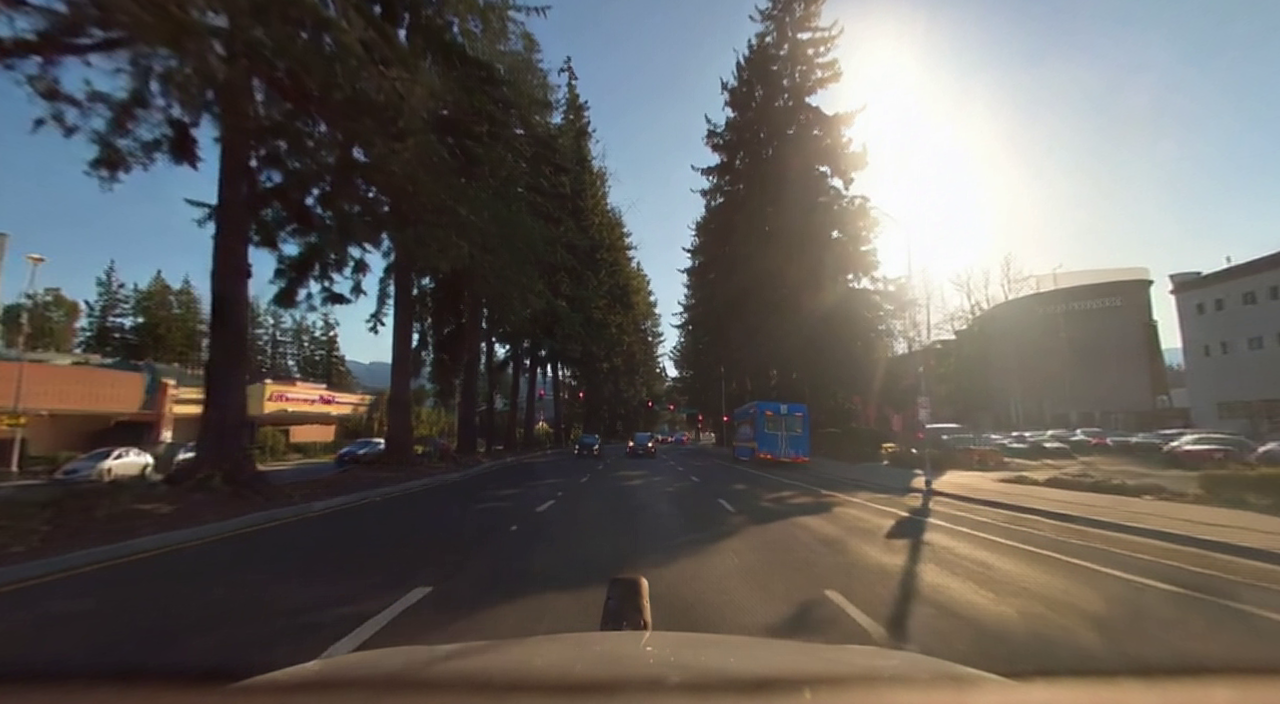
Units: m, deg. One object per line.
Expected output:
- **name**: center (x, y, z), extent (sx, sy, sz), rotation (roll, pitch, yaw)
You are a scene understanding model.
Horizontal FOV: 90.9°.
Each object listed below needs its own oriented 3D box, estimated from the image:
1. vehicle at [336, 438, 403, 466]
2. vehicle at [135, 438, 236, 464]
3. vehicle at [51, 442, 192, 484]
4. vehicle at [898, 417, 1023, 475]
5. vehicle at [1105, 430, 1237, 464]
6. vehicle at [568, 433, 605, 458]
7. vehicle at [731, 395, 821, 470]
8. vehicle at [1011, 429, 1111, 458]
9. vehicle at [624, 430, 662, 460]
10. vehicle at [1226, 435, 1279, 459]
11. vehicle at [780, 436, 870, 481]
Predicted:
- **vehicle**: center (-15.673, 5.800, 36.751), extent (1.836, 1.464, 4.440), rotation (-1, -9, 1)
- **vehicle**: center (-29.419, 6.431, 41.065), extent (1.971, 1.578, 5.304), rotation (-2, -9, 11)
- **vehicle**: center (-22.756, 4.868, 27.994), extent (1.936, 1.654, 4.857), rotation (-1, -9, 3)
- **vehicle**: center (13.722, 4.004, 26.886), extent (5.354, 2.214, 2.504), rotation (6, -11, -37)
- **vehicle**: center (26.060, 4.718, 31.162), extent (4.545, 1.571, 1.769), rotation (-5, -9, 26)
- **vehicle**: center (-3.481, 6.204, 41.811), extent (2.008, 1.500, 4.369), rotation (-1, -8, 1)
- **vehicle**: center (6.767, 4.238, 32.721), extent (2.891, 3.361, 7.843), rotation (0, -8, 0)
- **vehicle**: center (29.457, 6.464, 44.425), extent (5.568, 1.930, 2.081), rotation (-5, -10, 29)
- **vehicle**: center (0.211, 5.798, 39.374), extent (2.209, 1.718, 4.008), rotation (-1, -8, 1)
- **vehicle**: center (43.332, 6.632, 44.061), extent (3.960, 1.458, 1.980), rotation (2, -8, -25)
- **vehicle**: center (6.701, 3.895, 23.404), extent (1.980, 1.473, 4.537), rotation (0, -9, 0)
